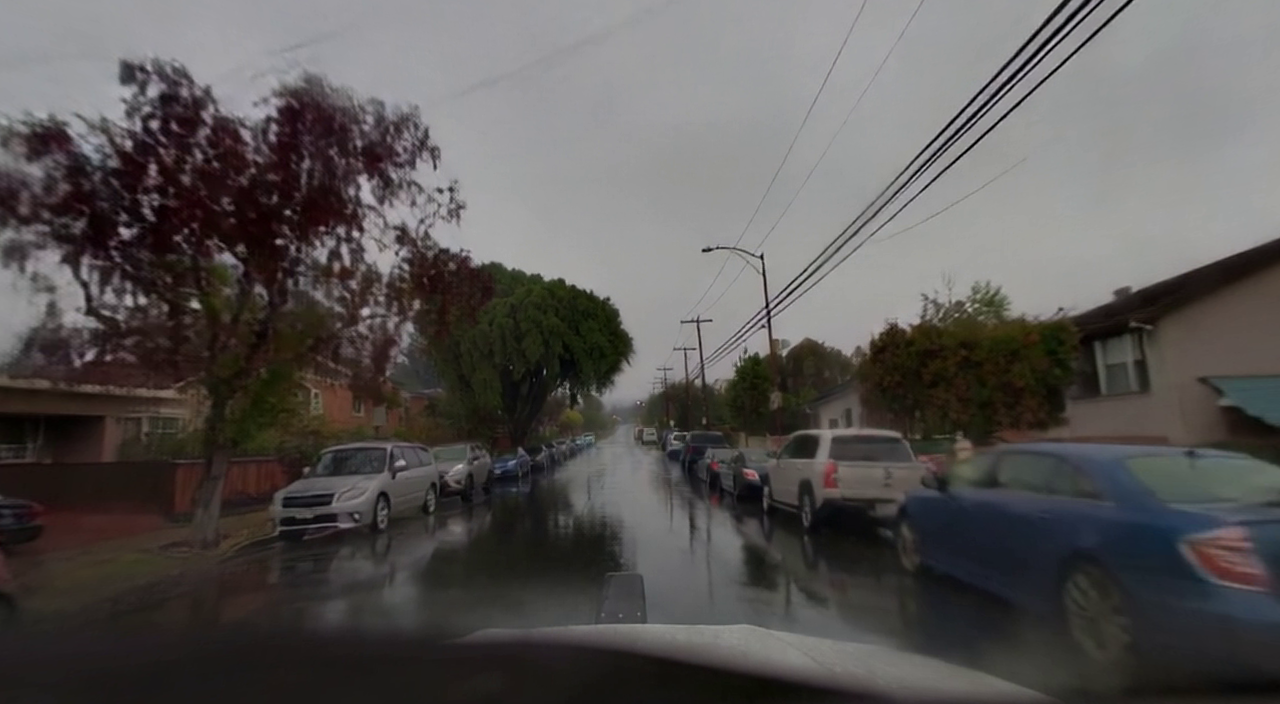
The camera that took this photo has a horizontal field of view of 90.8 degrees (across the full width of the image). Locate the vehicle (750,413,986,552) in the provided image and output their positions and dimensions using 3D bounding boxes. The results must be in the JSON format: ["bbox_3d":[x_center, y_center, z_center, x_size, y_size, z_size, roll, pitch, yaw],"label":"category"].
[{"bbox_3d":[3.477,2.099,10.968,2.009,1.810,5.045,0,-8,-3],"label":"vehicle"}]

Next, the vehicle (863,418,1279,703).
[{"bbox_3d":[3.752,1.367,4.962,2.174,1.504,4.809,0,-8,-1],"label":"vehicle"}]

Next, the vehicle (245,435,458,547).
[{"bbox_3d":[-5.988,2.908,14.207,2.184,1.958,5.757,0,-8,-2],"label":"vehicle"}]

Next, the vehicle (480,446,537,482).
[{"bbox_3d":[-6.470,5.539,31.585,2.002,1.585,5.080,0,-8,-3],"label":"vehicle"}]
